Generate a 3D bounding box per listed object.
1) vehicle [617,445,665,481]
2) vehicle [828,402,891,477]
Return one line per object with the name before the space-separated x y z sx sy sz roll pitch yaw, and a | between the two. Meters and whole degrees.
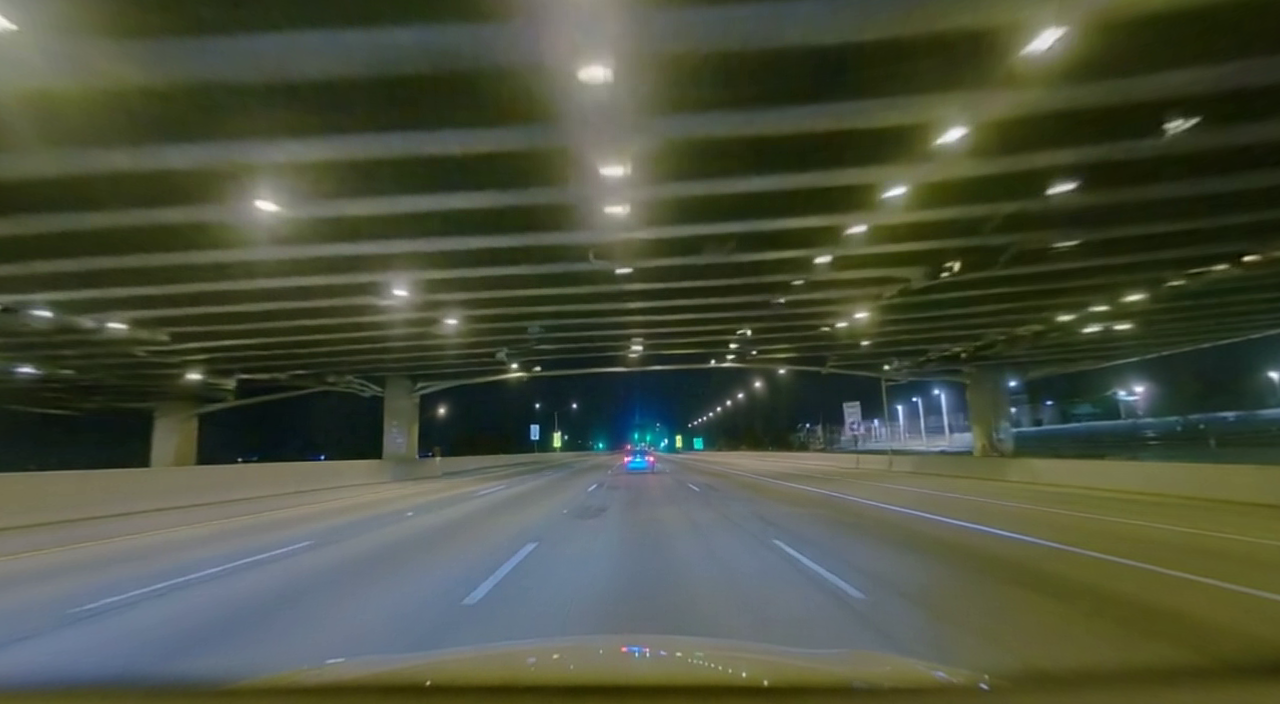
vehicle | -0.025 5.029 28.801 2.055 1.501 4.321 0 -9 -2
vehicle | 11.157 4.509 32.244 2.135 3.652 2.845 -1 -9 2
